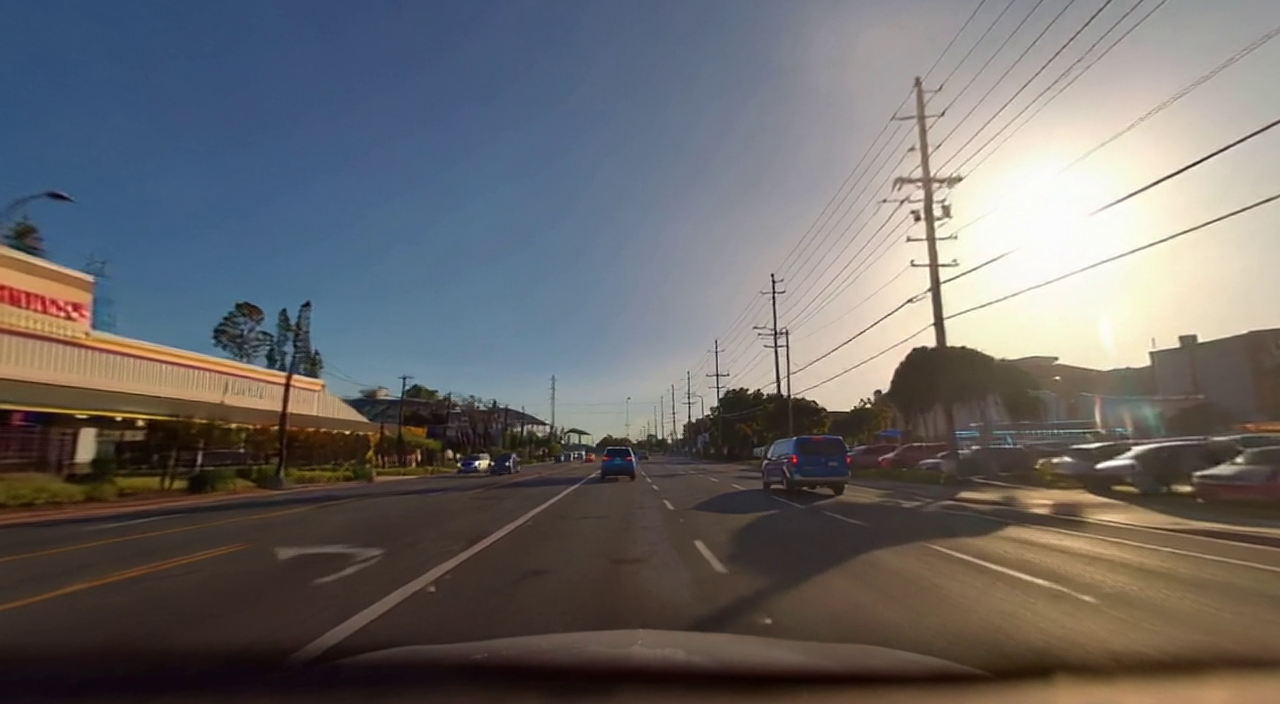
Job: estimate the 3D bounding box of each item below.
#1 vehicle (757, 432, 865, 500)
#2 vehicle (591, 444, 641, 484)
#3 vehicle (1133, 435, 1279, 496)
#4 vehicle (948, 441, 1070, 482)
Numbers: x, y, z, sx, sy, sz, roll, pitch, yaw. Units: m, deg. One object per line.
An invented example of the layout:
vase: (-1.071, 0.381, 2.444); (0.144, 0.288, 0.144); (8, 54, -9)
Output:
vehicle: (5.328, 3.626, 20.338); (2.107, 1.928, 4.471); (0, -9, -1)
vehicle: (-1.043, 5.089, 28.795); (2.138, 1.672, 4.168); (0, -9, -1)
vehicle: (17.492, 3.337, 18.709); (3.986, 1.480, 1.861); (-4, -9, -1)
vehicle: (17.011, 5.047, 29.190); (4.323, 1.466, 1.878); (-5, -8, 0)
